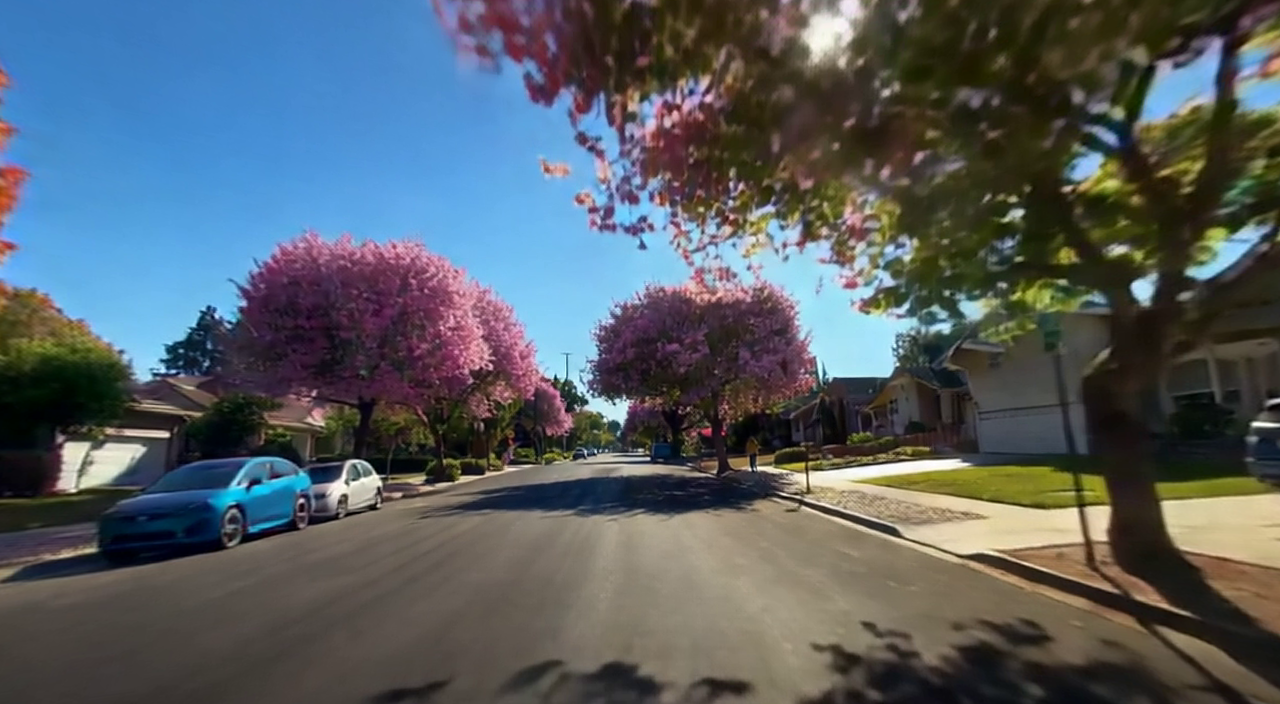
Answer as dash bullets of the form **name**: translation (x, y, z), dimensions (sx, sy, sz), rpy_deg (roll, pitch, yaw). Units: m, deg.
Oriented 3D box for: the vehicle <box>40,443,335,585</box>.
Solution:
- **vehicle**: translation (-6.402, 2.230, 9.682), dimensions (1.874, 1.497, 4.233), rpy_deg (-2, -7, -8)
